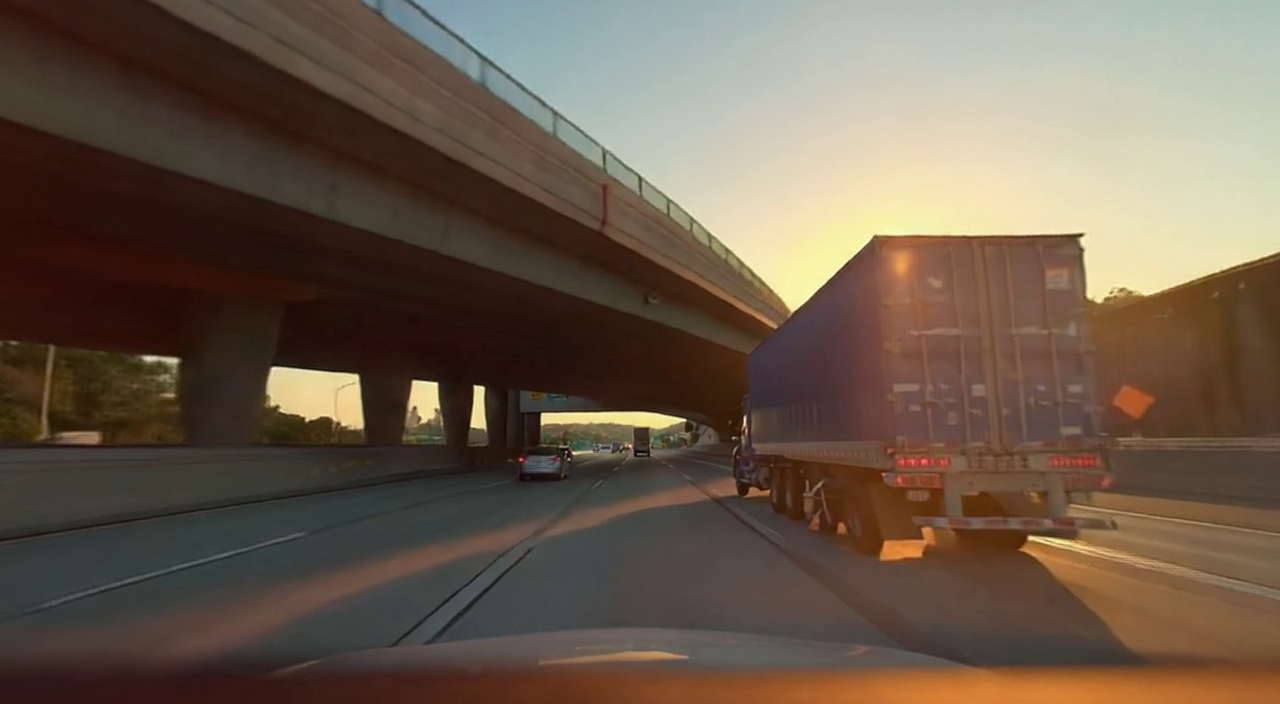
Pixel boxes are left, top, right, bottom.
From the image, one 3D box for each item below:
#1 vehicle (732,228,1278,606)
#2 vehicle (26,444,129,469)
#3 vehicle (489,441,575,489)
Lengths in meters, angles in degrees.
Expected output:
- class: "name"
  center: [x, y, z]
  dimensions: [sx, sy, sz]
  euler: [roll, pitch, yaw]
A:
- class: "vehicle"
  center: [3.960, 1.295, 10.906]
  dimensions: [3.049, 3.395, 10.595]
  euler: [0, -9, 0]
- class: "vehicle"
  center: [-43.907, 8.156, 49.268]
  dimensions: [2.356, 1.806, 6.262]
  euler: [0, -9, -1]
- class: "vehicle"
  center: [-3.753, 4.029, 22.760]
  dimensions: [2.143, 1.529, 4.918]
  euler: [0, -9, 1]
